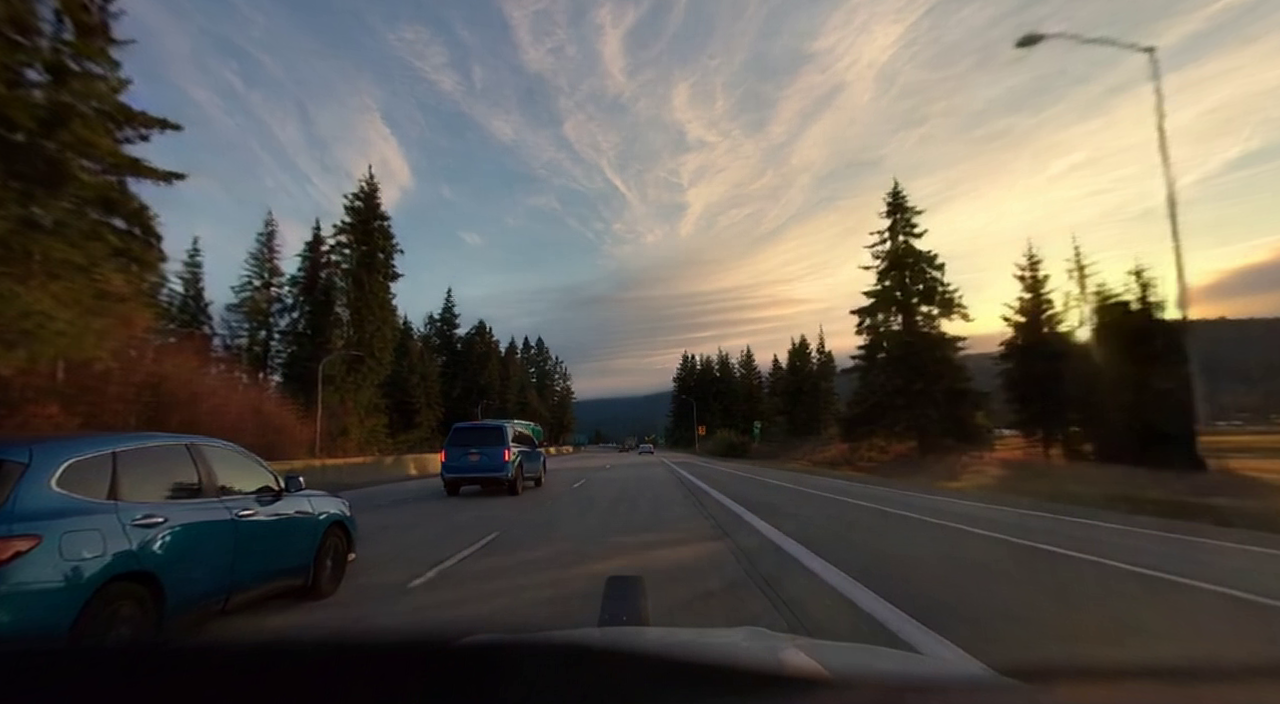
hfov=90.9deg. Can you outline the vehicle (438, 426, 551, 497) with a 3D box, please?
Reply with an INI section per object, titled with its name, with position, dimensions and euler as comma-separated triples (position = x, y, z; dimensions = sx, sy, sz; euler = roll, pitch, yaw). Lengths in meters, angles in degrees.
[vehicle]
position = -3.954, 3.054, 18.047
dimensions = 2.084, 1.752, 4.479
euler = 0, -8, 1
